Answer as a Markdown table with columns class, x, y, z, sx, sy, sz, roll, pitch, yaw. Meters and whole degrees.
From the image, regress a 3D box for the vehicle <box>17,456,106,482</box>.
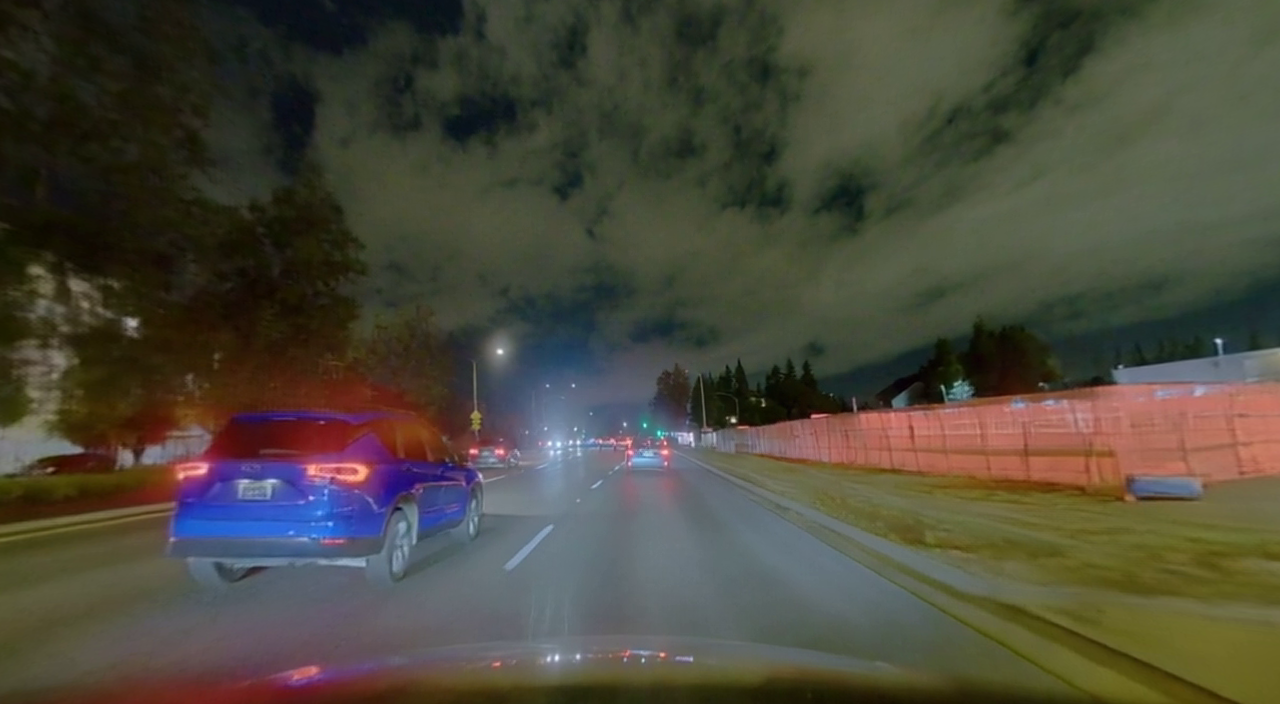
| class | x | y | z | sx | sy | sz | roll | pitch | yaw |
| --- | --- | --- | --- | --- | --- | --- | --- | --- | --- |
| vehicle | -42.779 | 8.666 | 46.677 | 4.731 | 1.594 | 1.825 | -1 | -6 | -2 |

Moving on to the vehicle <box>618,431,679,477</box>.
| class | x | y | z | sx | sy | sz | roll | pitch | yaw |
| --- | --- | --- | --- | --- | --- | --- | --- | --- | --- |
| vehicle | 0.293 | 4.000 | 24.940 | 2.227 | 1.654 | 4.091 | 0 | -8 | 0 |

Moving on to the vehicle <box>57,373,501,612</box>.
| class | x | y | z | sx | sy | sz | roll | pitch | yaw |
| --- | --- | --- | --- | --- | --- | --- | --- | --- | --- |
| vehicle | -3.343 | 1.442 | 7.415 | 2.157 | 1.824 | 4.986 | 0 | -8 | 2 |
